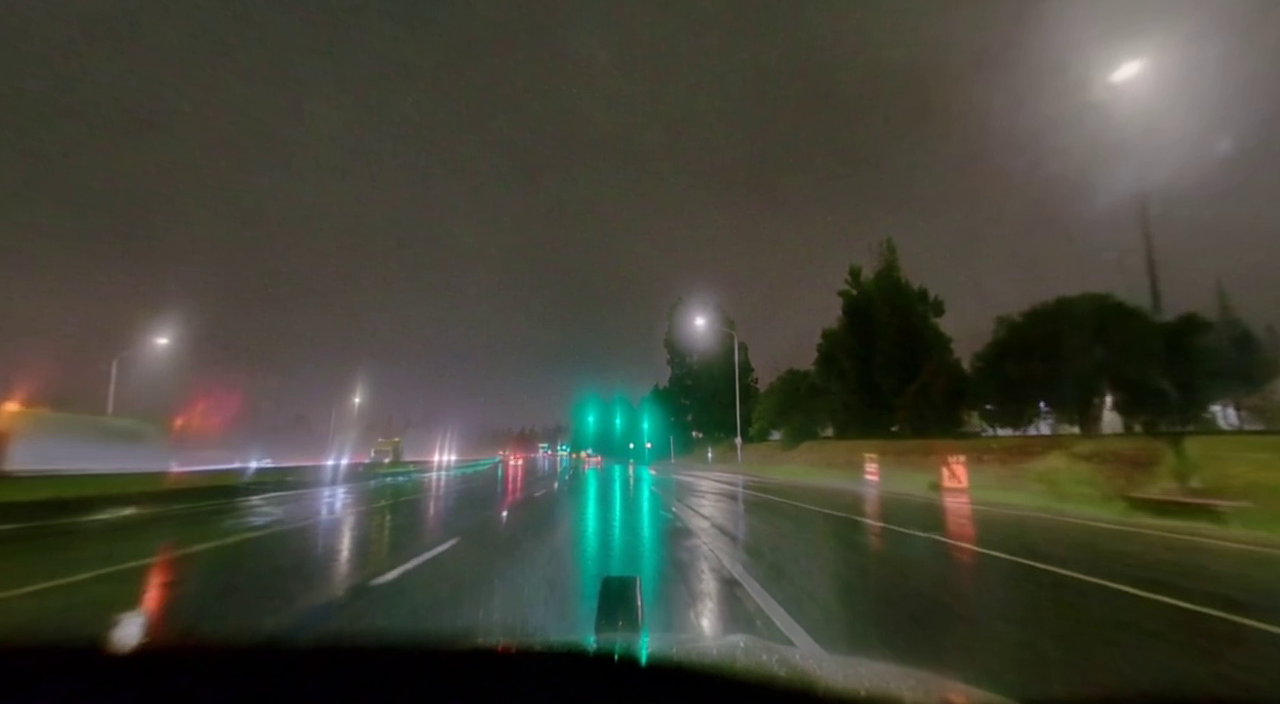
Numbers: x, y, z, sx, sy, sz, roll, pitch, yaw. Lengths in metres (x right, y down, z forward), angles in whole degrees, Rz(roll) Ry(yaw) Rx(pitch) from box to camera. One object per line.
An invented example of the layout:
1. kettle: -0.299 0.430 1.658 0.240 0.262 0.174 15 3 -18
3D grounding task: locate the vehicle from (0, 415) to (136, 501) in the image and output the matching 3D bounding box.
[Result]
1. vehicle: -18.012 2.889 17.627 2.450 2.180 6.404 6 -11 -2

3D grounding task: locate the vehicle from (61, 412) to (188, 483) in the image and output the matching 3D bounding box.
1. vehicle: -18.470 3.442 22.758 1.996 2.393 2.954 0 -9 -2
